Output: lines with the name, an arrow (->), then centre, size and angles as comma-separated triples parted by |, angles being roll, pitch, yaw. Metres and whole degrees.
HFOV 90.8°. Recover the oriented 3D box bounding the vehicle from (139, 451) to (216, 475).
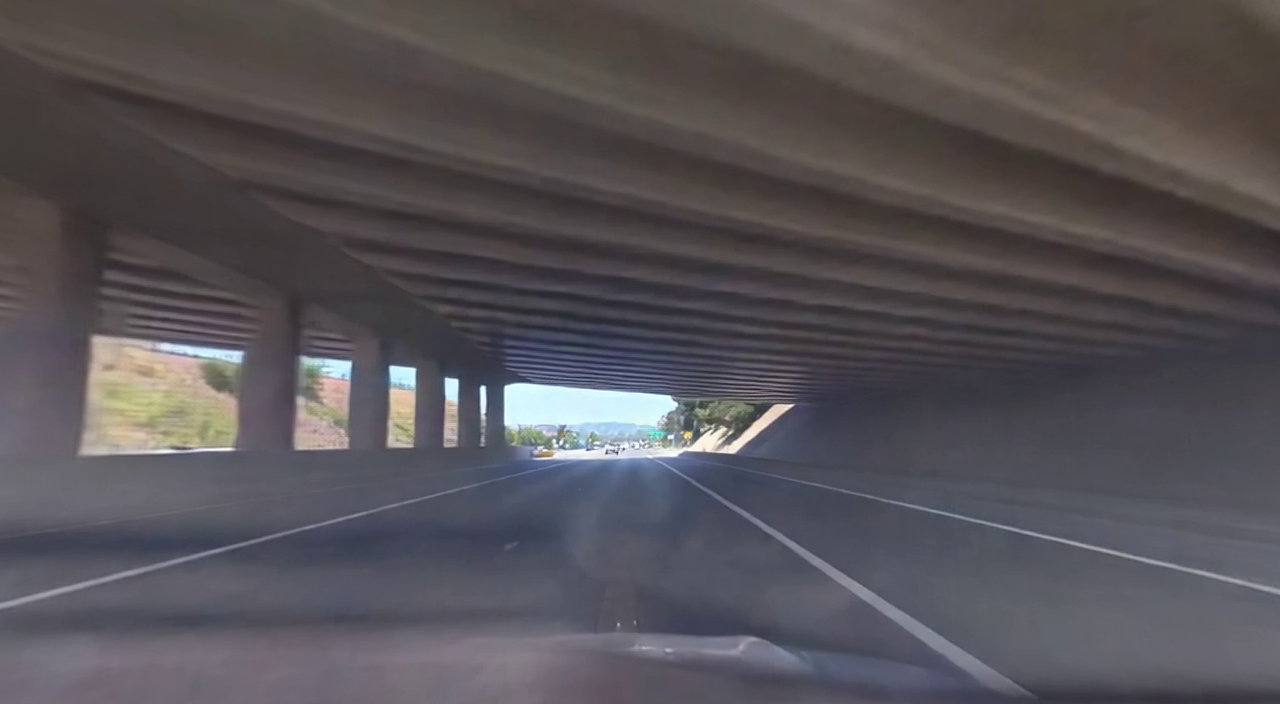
vehicle -> -31.932, 7.637, 43.841 | 1.831, 1.519, 4.814 | 0, -9, -2
